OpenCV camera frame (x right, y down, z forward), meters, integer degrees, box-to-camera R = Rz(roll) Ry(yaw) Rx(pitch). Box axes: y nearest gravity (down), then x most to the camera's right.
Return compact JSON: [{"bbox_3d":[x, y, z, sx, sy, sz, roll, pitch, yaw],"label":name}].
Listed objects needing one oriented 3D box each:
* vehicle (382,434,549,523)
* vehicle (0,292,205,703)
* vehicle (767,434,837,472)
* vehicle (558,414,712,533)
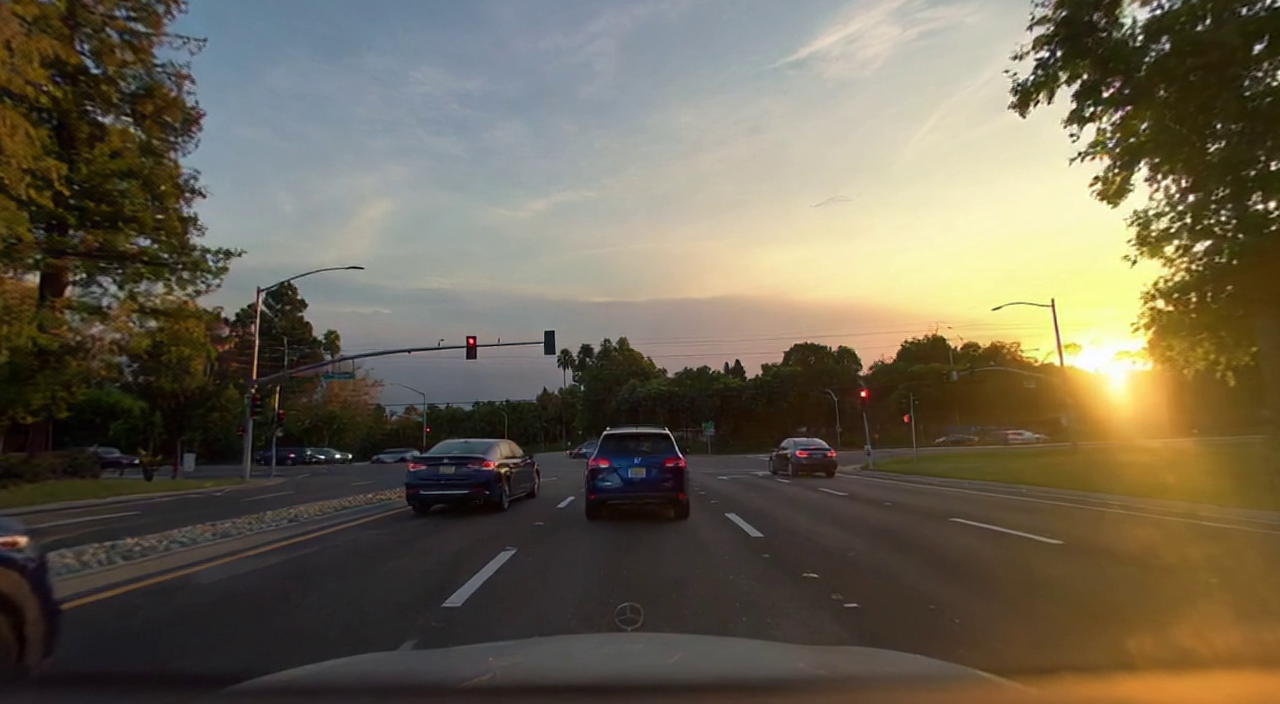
[{"bbox_3d":[-3.372,2.554,13.445,2.061,1.504,5.142,0,-8,0],"label":"vehicle"},{"bbox_3d":[-3.583,0.487,0.808,2.320,1.863,5.148,0,-8,1],"label":"vehicle"},{"bbox_3d":[8.017,5.060,31.751,2.166,1.761,4.692,0,-8,-2],"label":"vehicle"},{"bbox_3d":[-0.069,2.129,11.586,2.298,1.770,4.138,0,-8,0],"label":"vehicle"}]
